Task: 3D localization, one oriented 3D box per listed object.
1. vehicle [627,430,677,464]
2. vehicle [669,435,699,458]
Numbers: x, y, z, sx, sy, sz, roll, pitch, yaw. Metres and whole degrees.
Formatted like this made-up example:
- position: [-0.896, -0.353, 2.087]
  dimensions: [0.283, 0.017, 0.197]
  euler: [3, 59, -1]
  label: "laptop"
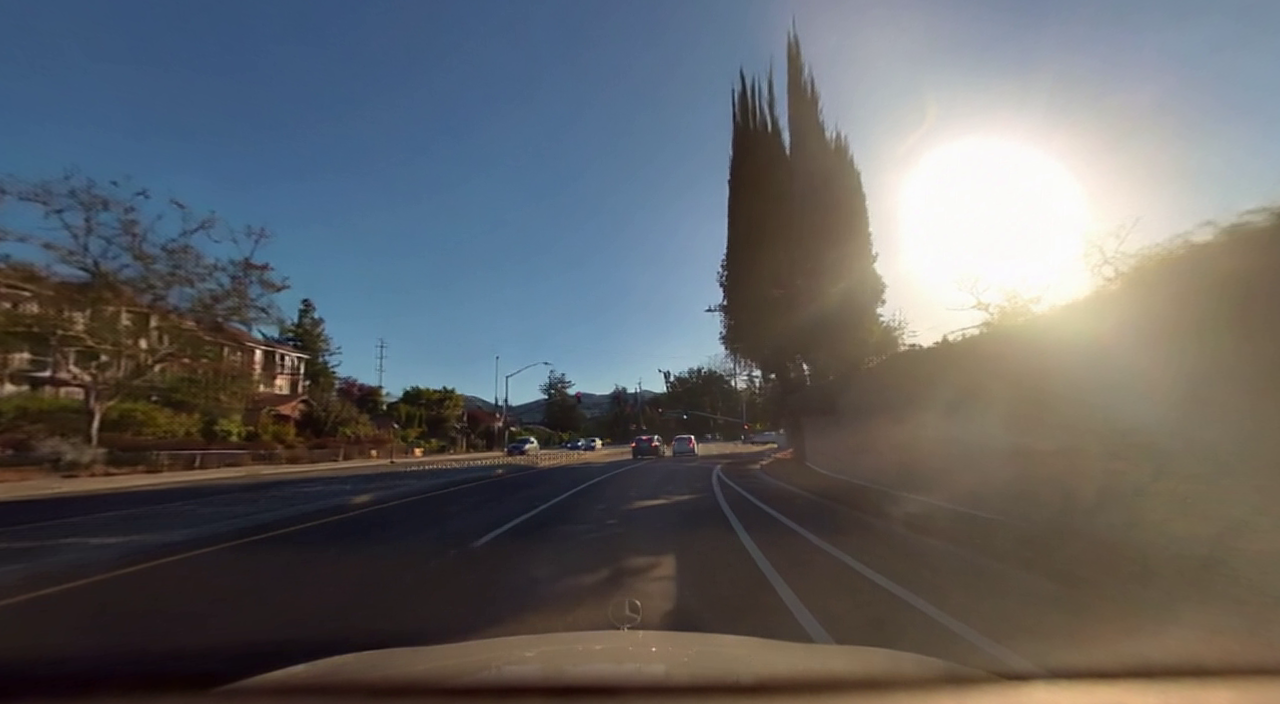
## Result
- position: [0.738, 5.446, 36.093]
  dimensions: [2.152, 1.822, 4.391]
  euler: [-2, -9, 11]
  label: "vehicle"
- position: [3.362, 7.139, 47.325]
  dimensions: [2.024, 1.655, 4.301]
  euler: [-1, -9, 6]
  label: "vehicle"
